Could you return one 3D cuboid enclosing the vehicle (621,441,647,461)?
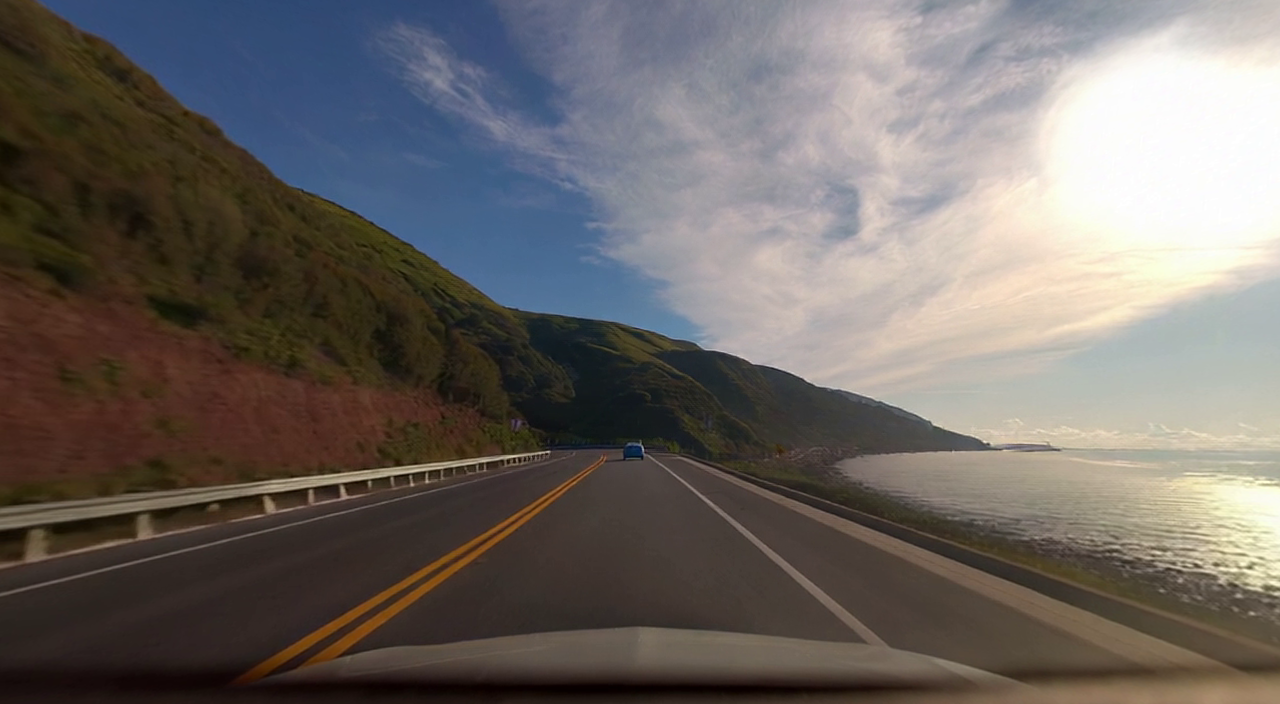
[{"bbox_3d":[-0.457,7.681,48.876,1.912,1.430,3.811,0,-8,-1],"label":"vehicle"}]
